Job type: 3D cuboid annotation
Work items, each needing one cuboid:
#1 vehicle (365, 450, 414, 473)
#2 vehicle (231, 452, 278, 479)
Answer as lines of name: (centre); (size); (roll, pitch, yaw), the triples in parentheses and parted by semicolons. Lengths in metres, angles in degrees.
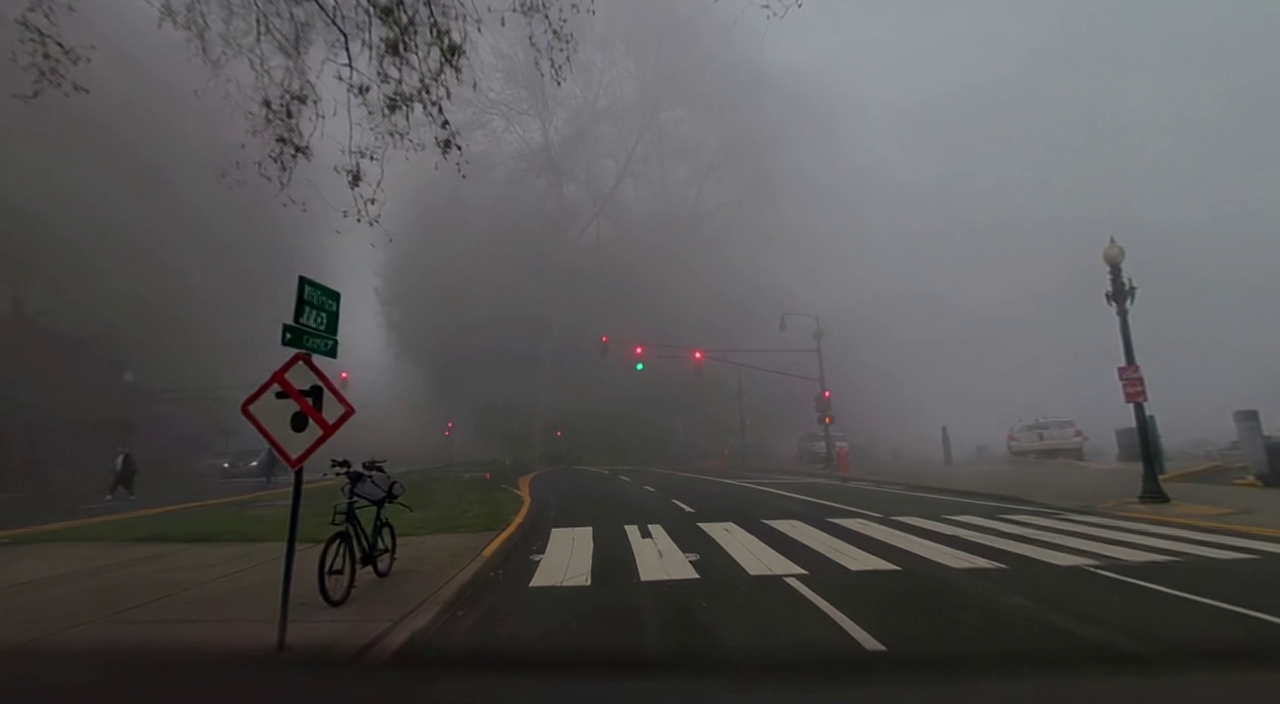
vehicle: (-18.343, 7.993, 46.149); (2.123, 1.544, 4.158); (7, -11, -39)
vehicle: (-28.804, 8.398, 47.116); (2.199, 1.838, 4.222); (6, -11, -40)
